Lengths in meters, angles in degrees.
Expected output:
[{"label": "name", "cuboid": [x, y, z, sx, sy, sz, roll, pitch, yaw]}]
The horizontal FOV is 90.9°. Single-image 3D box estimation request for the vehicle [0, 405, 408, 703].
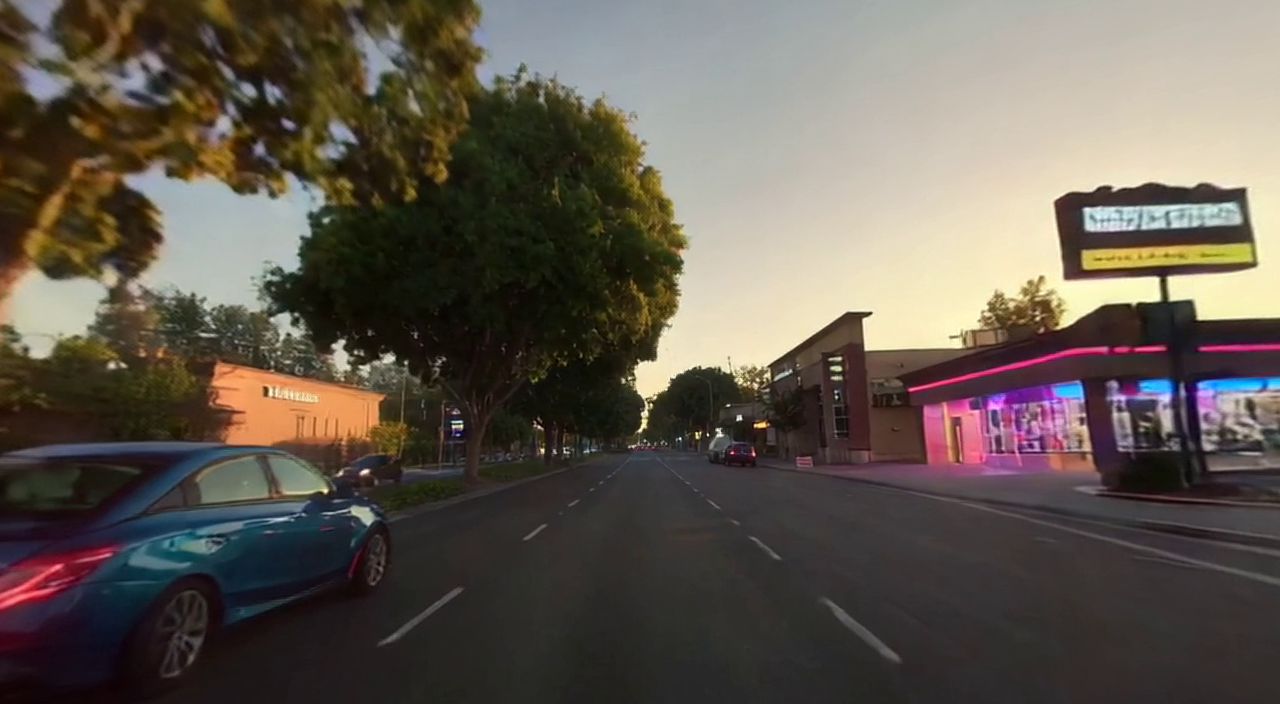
[{"label": "vehicle", "cuboid": [-3.008, 1.047, 2.887, 2.082, 1.460, 4.636, 0, -8, 1]}]
